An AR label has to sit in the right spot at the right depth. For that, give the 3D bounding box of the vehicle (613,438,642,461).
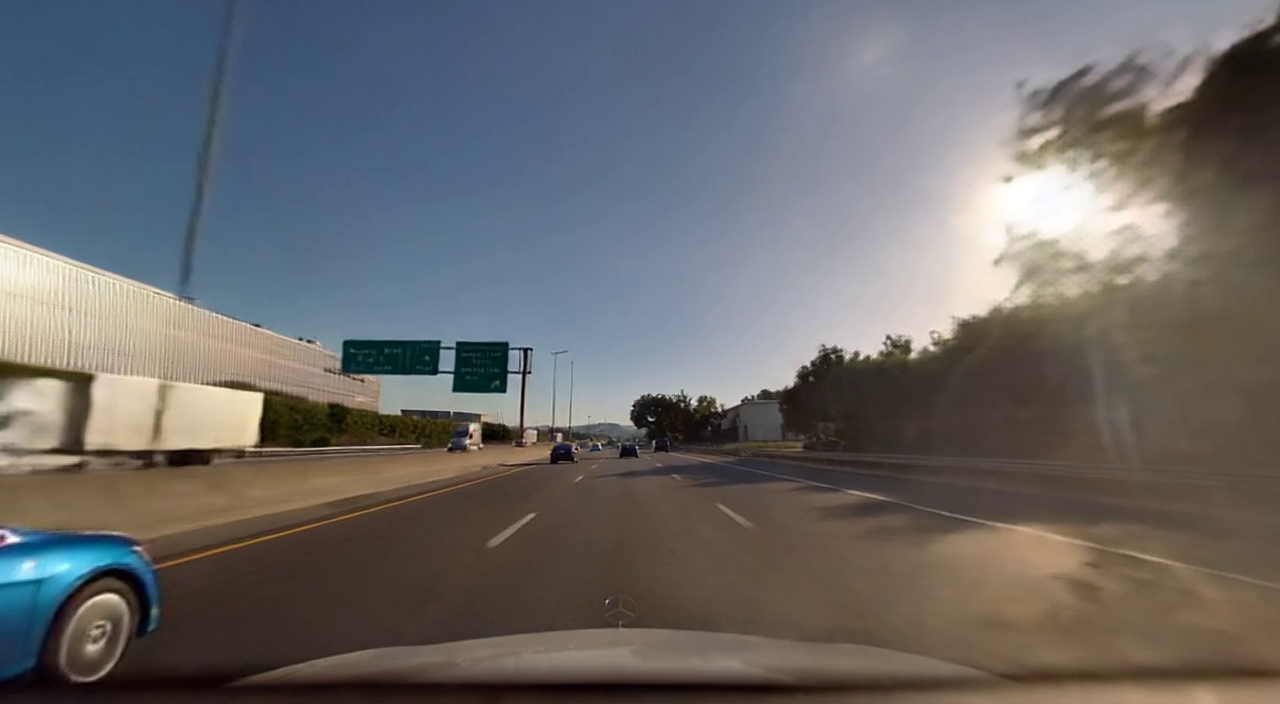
[{"bbox_3d":[-0.980,7.647,49.440,2.196,1.699,4.499,0,-8,-2],"label":"vehicle"}]

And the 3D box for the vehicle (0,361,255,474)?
[{"bbox_3d":[-21.182,2.957,26.393,3.019,3.702,11.347,0,-8,-1],"label":"vehicle"}]

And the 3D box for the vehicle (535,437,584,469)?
[{"bbox_3d":[-4.423,5.624,35.166,2.271,1.626,4.463,0,-8,-2],"label":"vehicle"}]
